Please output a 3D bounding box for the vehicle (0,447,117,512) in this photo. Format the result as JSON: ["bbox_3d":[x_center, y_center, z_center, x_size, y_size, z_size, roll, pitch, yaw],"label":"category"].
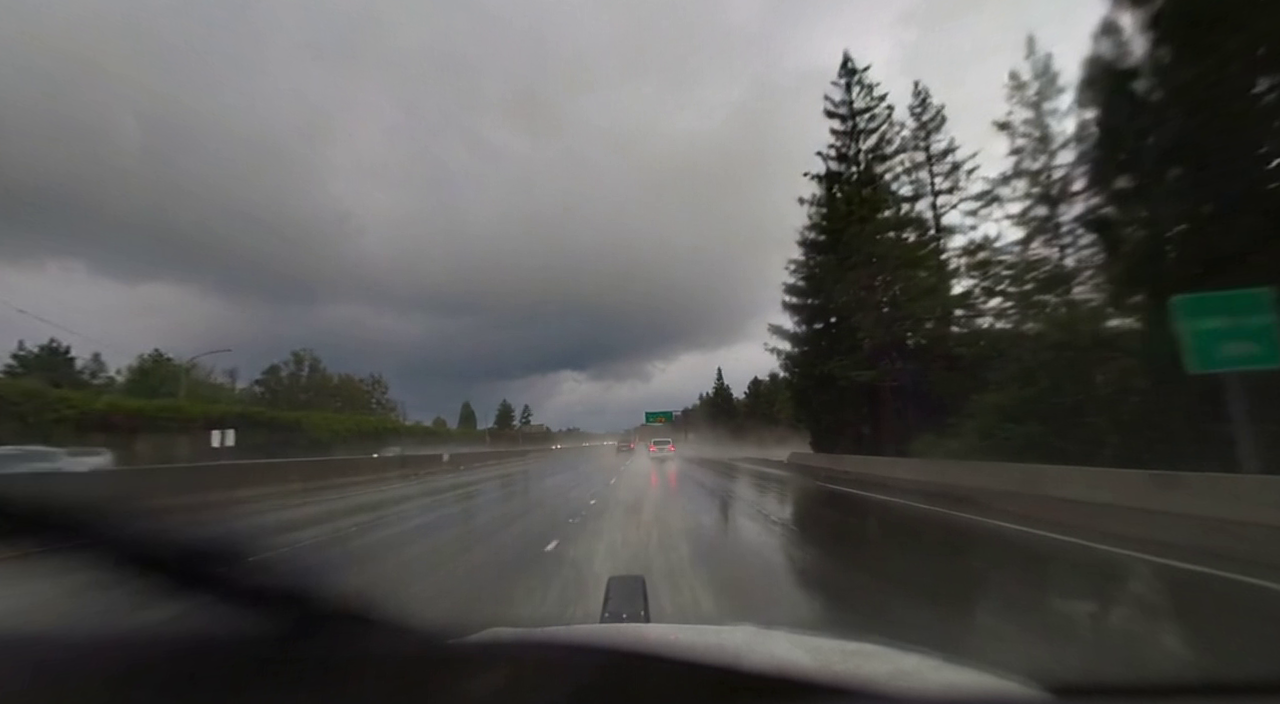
[{"bbox_3d":[-21.128,4.131,20.744,2.588,1.981,6.134,0,-8,0],"label":"vehicle"}]

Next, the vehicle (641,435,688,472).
[{"bbox_3d":[1.230,5.378,33.592,2.260,1.766,4.348,0,-8,-1],"label":"vehicle"}]
